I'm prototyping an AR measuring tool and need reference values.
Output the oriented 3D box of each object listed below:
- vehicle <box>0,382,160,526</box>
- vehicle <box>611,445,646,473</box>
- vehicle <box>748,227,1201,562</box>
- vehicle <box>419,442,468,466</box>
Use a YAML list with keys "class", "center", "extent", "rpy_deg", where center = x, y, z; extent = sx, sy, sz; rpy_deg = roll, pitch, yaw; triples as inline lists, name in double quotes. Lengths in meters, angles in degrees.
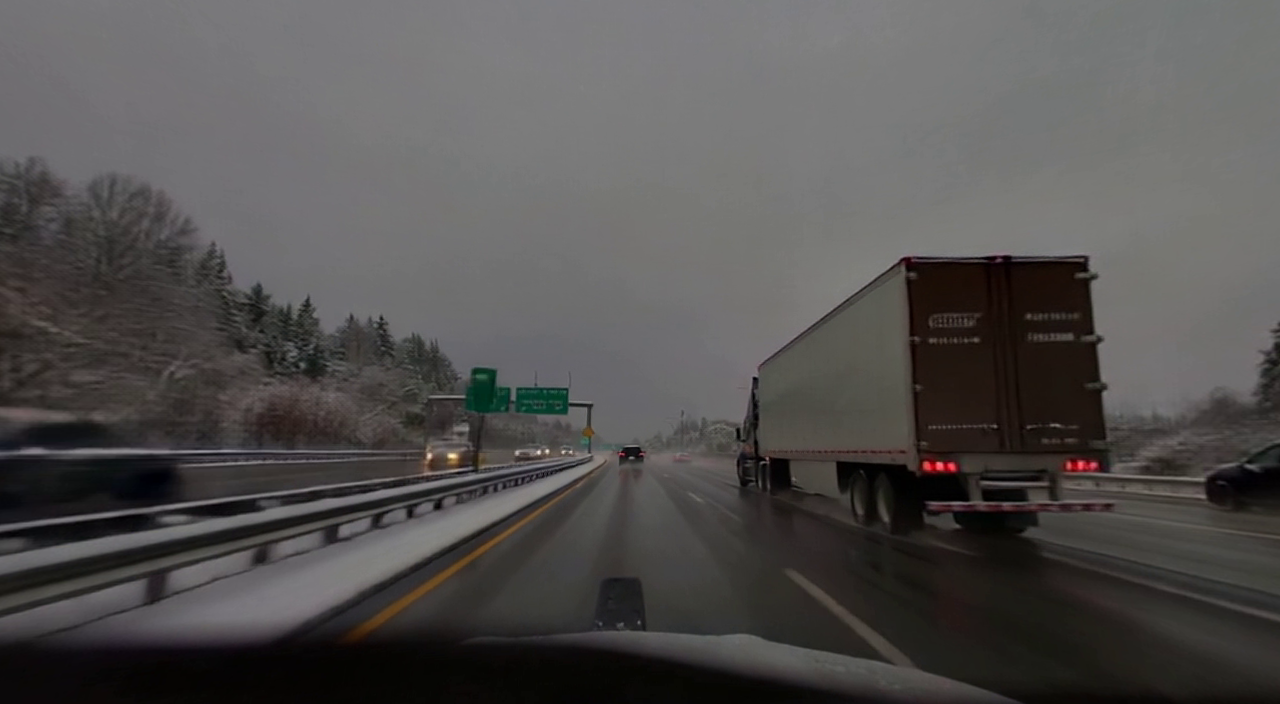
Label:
- class: "vehicle"
  center: [-7.904, 1.130, 6.942]
  extent: [2.029, 1.527, 4.006]
  rpy_deg: [0, -9, 0]
- class: "vehicle"
  center: [-0.723, 6.698, 39.585]
  extent: [2.111, 1.599, 3.859]
  rpy_deg: [0, -9, -1]
- class: "vehicle"
  center: [5.078, 1.514, 14.487]
  extent: [2.890, 4.006, 14.039]
  rpy_deg: [0, -9, 1]
- class: "vehicle"
  center: [-12.337, 6.449, 39.842]
  extent: [1.786, 1.451, 4.104]
  rpy_deg: [0, -9, -1]
